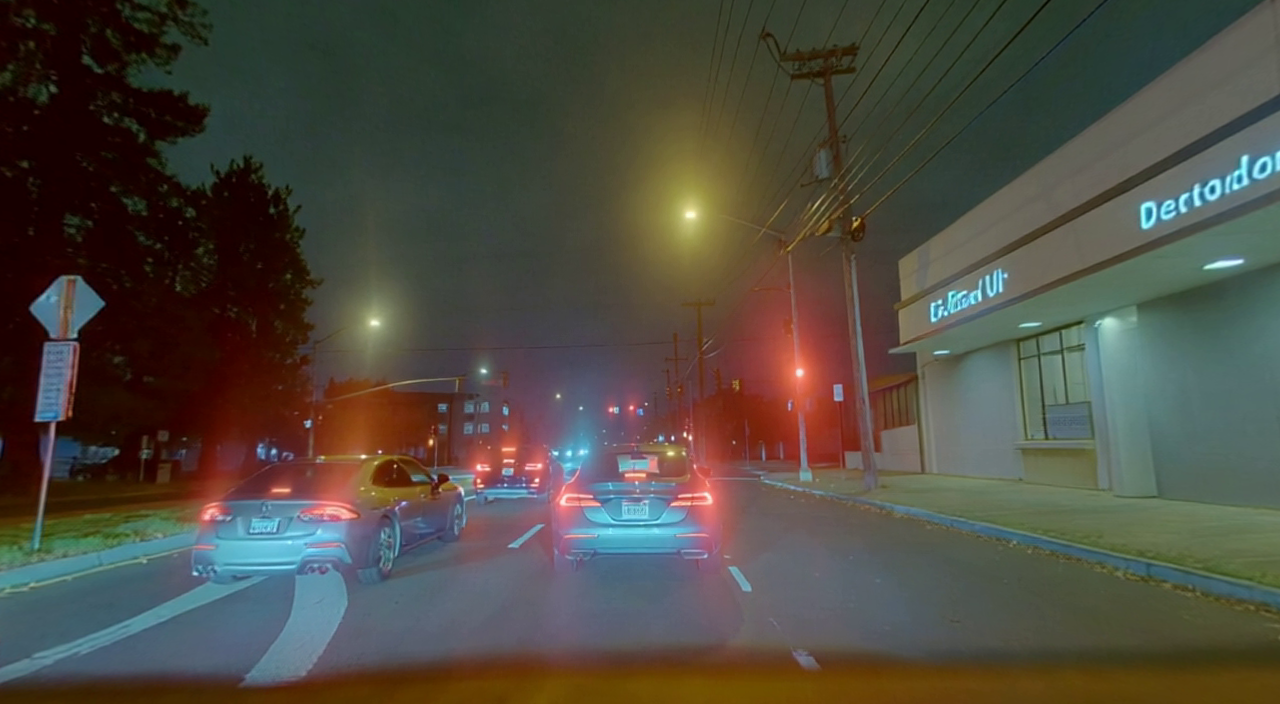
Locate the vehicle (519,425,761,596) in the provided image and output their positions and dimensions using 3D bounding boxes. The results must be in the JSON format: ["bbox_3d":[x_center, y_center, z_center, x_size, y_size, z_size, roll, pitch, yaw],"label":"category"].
[{"bbox_3d":[-0.009,1.680,7.537,2.101,1.469,3.955,0,-9,0],"label":"vehicle"}]

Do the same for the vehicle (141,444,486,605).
[{"bbox_3d":[-3.231,1.742,7.321,1.765,1.319,4.013,0,-9,2],"label":"vehicle"}]
